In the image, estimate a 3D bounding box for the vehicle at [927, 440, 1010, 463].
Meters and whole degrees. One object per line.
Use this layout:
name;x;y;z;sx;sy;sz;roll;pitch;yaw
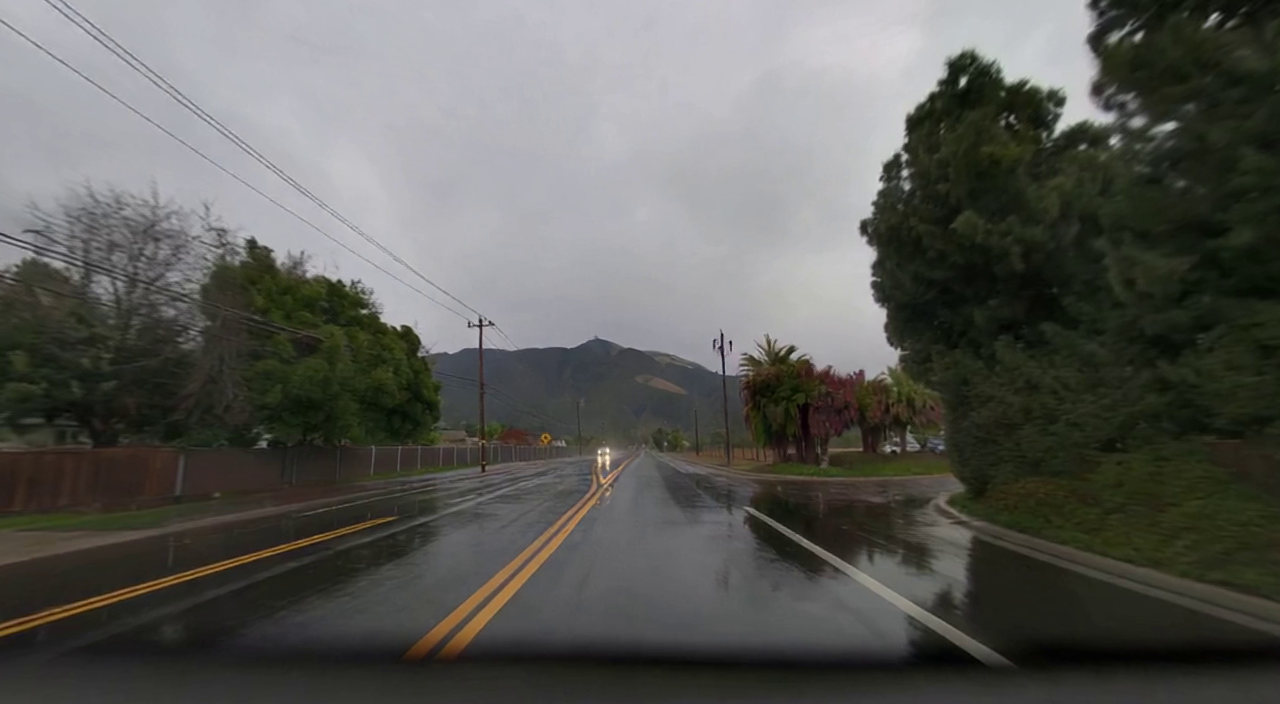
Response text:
vehicle;22.277;6.765;42.711;4.490;1.470;1.979;0;-8;3

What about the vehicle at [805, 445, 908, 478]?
vehicle;10.574;5.327;30.751;4.540;1.505;2.021;-3;-9;21
